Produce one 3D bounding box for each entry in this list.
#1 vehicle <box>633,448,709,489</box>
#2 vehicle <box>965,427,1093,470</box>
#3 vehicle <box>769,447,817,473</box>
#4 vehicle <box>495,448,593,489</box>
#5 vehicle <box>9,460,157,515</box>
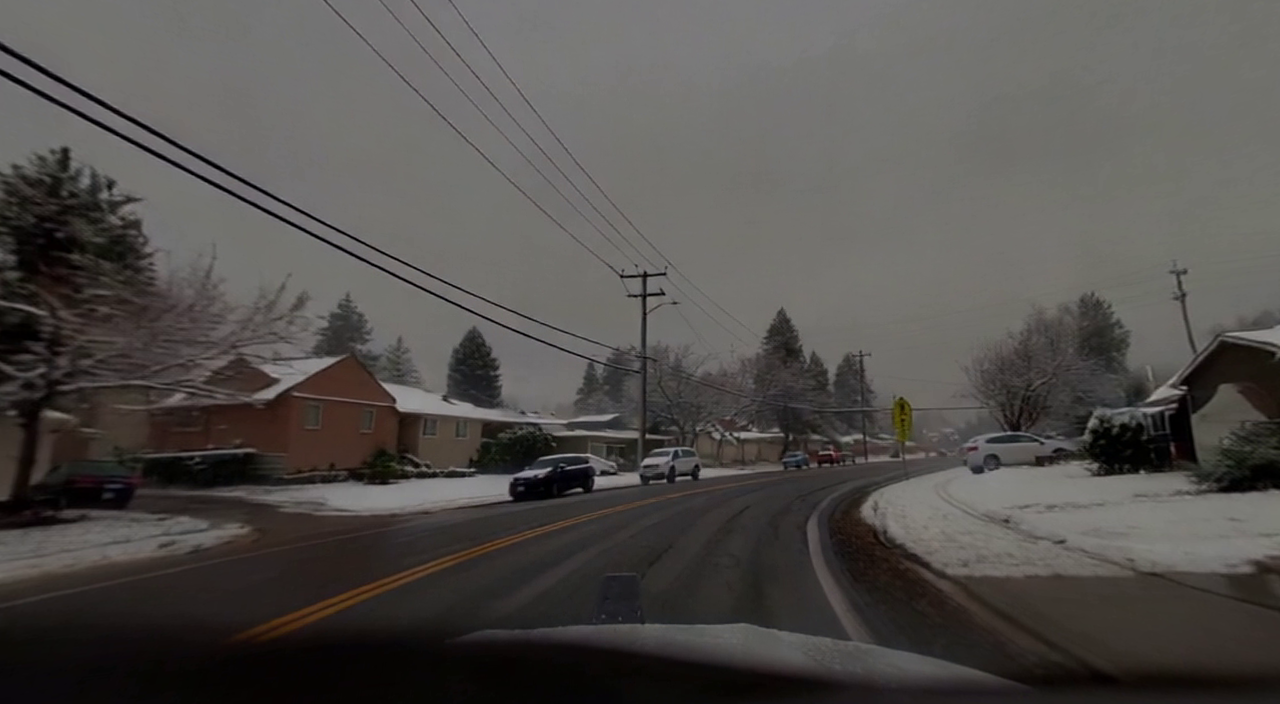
[{"bbox_3d":[1.585,5.700,30.569,2.056,1.726,4.463,-7,-14,25],"label":"vehicle"},{"bbox_3d":[16.260,4.101,26.635,4.339,1.668,1.812,-5,-10,28],"label":"vehicle"},{"bbox_3d":[10.644,7.539,43.805,1.971,1.539,4.110,-6,-15,33],"label":"vehicle"},{"bbox_3d":[-4.774,5.679,31.129,4.758,1.802,2.155,-7,-12,41],"label":"vehicle"},{"bbox_3d":[-17.602,4.222,19.997,3.697,1.489,1.842,-3,-10,21],"label":"vehicle"}]
